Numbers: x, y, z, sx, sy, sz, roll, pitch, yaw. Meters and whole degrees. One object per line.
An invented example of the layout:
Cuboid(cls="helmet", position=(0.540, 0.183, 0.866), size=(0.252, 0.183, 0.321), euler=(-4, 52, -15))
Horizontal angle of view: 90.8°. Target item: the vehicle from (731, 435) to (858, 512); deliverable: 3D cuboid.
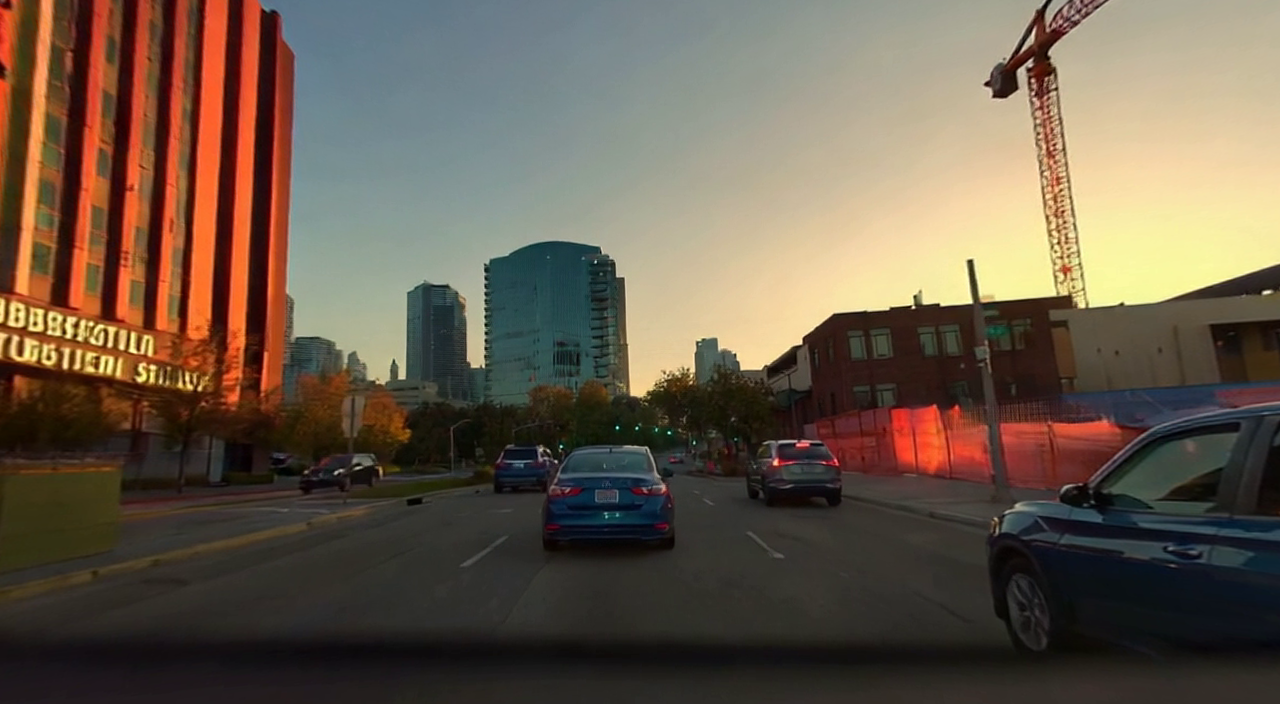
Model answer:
Cuboid(cls="vehicle", position=(4.025, 3.238, 17.470), size=(2.185, 1.797, 4.934), euler=(0, -8, -1))

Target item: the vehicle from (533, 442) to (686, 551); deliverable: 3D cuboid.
Cuboid(cls="vehicle", position=(-0.363, 2.325, 10.946), size=(2.131, 1.496, 4.193), euler=(0, -8, 2))

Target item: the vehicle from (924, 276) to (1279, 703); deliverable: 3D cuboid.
Cuboid(cls="vehicle", position=(3.509, 0.742, 2.661), size=(2.182, 1.954, 5.341), euler=(0, -8, 1))

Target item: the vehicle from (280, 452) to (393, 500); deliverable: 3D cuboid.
Cuboid(cls="vehicle", position=(-12.633, 5.162, 26.749), size=(2.136, 1.764, 4.855), euler=(-1, -8, 4))

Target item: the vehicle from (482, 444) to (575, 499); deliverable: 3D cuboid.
Cuboid(cls="vehicle", position=(-3.705, 4.037, 21.823), size=(2.201, 1.691, 4.305), euler=(-1, -8, 3))

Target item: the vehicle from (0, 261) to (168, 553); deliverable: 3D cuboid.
Cuboid(cls="vehicle", position=(-9.110, 0.810, 8.480), size=(2.592, 3.548, 3.414), euler=(-2, -9, 4))
